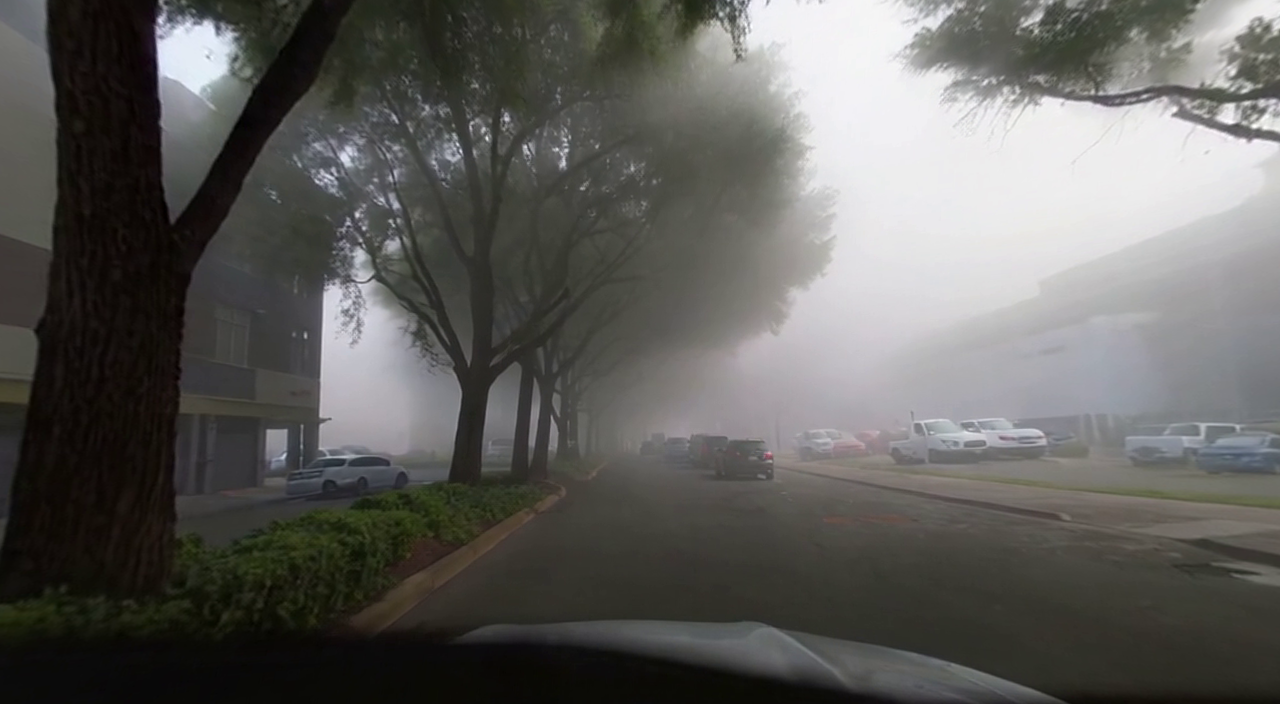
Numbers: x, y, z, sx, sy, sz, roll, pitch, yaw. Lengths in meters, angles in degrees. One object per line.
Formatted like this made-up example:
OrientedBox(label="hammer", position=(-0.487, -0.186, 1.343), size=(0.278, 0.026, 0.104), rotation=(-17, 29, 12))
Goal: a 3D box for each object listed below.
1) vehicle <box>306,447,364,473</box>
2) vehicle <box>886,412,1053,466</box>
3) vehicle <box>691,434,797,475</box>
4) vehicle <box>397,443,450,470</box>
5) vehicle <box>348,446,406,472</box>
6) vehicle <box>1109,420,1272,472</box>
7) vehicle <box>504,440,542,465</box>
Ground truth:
OrientedBox(label="vehicle", position=(-20.544, 7.282, 42.728), size=(1.880, 1.617, 3.870), rotation=(0, -8, 1))
OrientedBox(label="vehicle", position=(13.414, 3.580, 25.986), size=(5.540, 2.045, 2.259), rotation=(0, -8, -2))
OrientedBox(label="vehicle", position=(4.776, 4.621, 28.759), size=(4.626, 1.723, 1.939), rotation=(5, -10, -33))
OrientedBox(label="vehicle", position=(-14.703, 7.078, 43.124), size=(1.888, 1.657, 4.138), rotation=(0, -8, 4))
OrientedBox(label="vehicle", position=(-17.554, 7.146, 42.401), size=(1.850, 1.531, 4.256), rotation=(0, -8, 3))
OrientedBox(label="vehicle", position=(25.355, 4.329, 29.239), size=(5.596, 2.168, 2.307), rotation=(2, -8, -5))
OrientedBox(label="vehicle", position=(-8.233, 7.118, 44.864), size=(1.993, 1.640, 4.457), rotation=(0, -8, -2))
